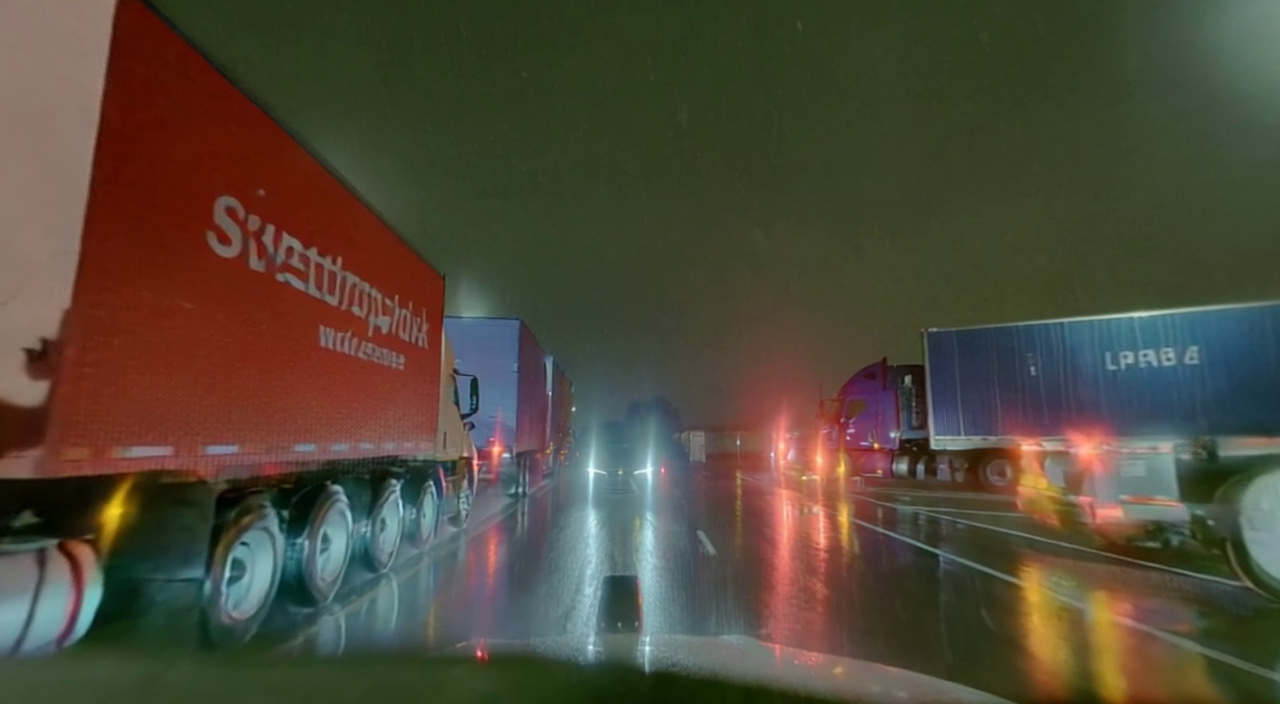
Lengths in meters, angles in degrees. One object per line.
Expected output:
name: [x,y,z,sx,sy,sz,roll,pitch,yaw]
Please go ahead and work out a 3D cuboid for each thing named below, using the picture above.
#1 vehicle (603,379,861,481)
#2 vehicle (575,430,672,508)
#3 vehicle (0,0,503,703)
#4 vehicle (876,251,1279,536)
vehicle: [3.722,3.995,32.029,2.877,4.124,14.516,3,-8,-40]
vehicle: [-0.392,2.895,15.850,2.140,1.682,3.971,0,-9,-1]
vehicle: [-3.986,0.801,7.032,2.986,3.391,9.523,0,-9,-2]
vehicle: [11.120,0.641,9.699,13.564,4.152,3.110,-9,-12,42]
